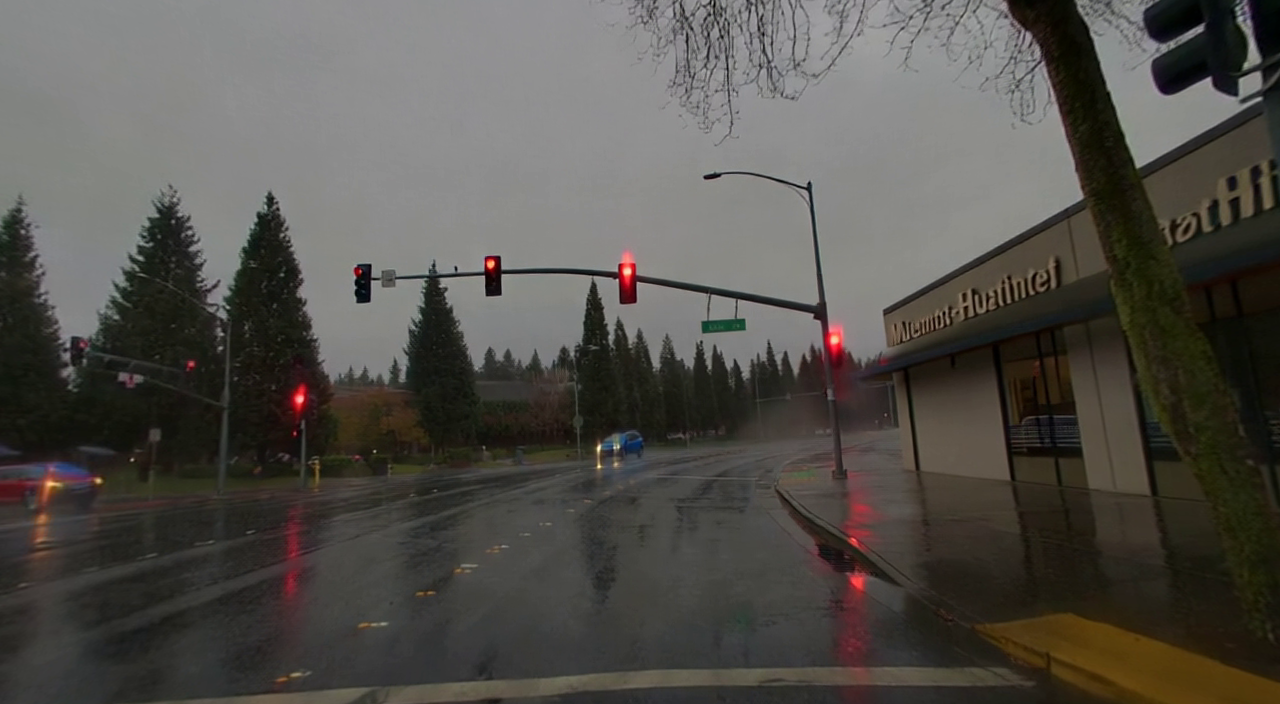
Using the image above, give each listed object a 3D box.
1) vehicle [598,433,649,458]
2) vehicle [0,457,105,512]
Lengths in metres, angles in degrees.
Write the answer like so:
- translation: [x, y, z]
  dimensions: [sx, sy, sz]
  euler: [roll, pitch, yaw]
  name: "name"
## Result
- translation: [-1.187, 7.014, 47.303]
  dimensions: [2.244, 1.792, 4.648]
  euler: [-3, -9, 20]
  name: "vehicle"
- translation: [-22.014, 4.719, 22.843]
  dimensions: [4.715, 1.745, 2.026]
  euler: [-4, -9, 23]
  name: "vehicle"
